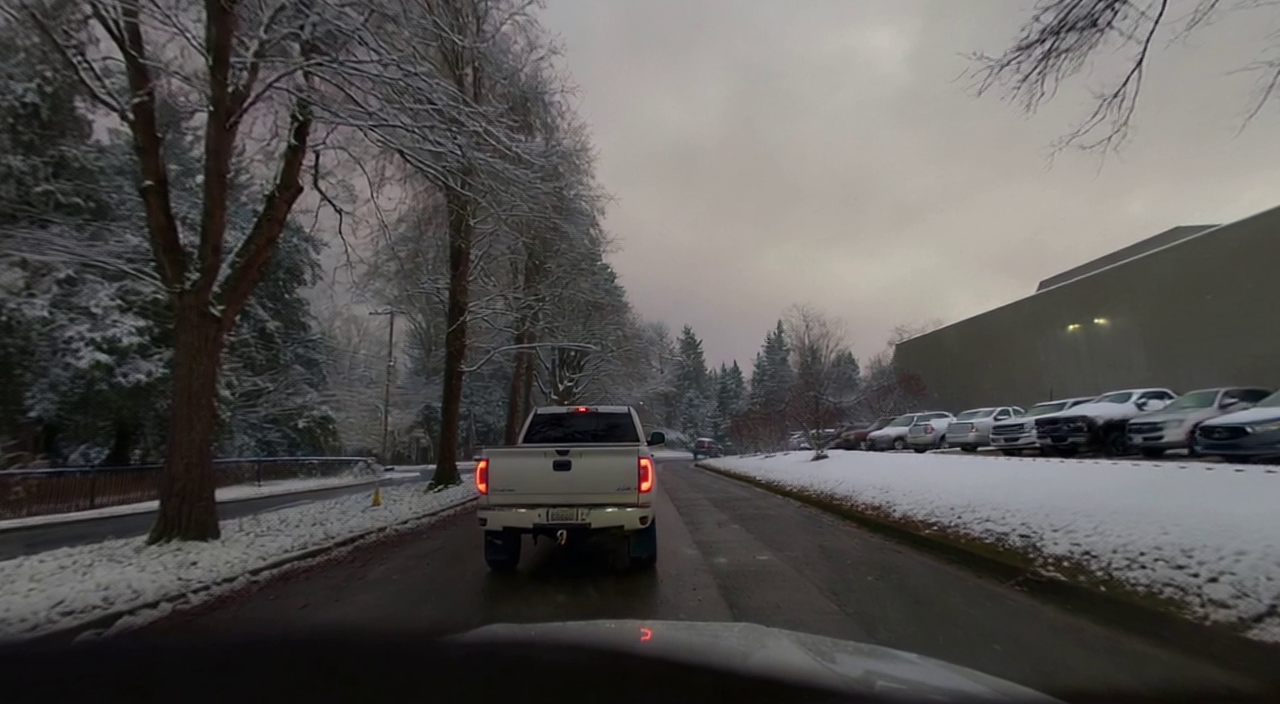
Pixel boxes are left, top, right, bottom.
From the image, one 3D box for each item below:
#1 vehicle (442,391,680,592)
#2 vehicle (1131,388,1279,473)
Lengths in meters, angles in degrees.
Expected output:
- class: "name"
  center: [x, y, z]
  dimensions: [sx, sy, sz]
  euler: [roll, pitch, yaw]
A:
- class: "vehicle"
  center: [-0.652, 1.636, 8.348]
  dimensions: [2.157, 1.816, 5.039]
  euler: [0, -8, 2]
- class: "vehicle"
  center: [11.876, 1.410, 11.402]
  dimensions: [4.298, 1.392, 1.944]
  euler: [-1, -8, 2]
